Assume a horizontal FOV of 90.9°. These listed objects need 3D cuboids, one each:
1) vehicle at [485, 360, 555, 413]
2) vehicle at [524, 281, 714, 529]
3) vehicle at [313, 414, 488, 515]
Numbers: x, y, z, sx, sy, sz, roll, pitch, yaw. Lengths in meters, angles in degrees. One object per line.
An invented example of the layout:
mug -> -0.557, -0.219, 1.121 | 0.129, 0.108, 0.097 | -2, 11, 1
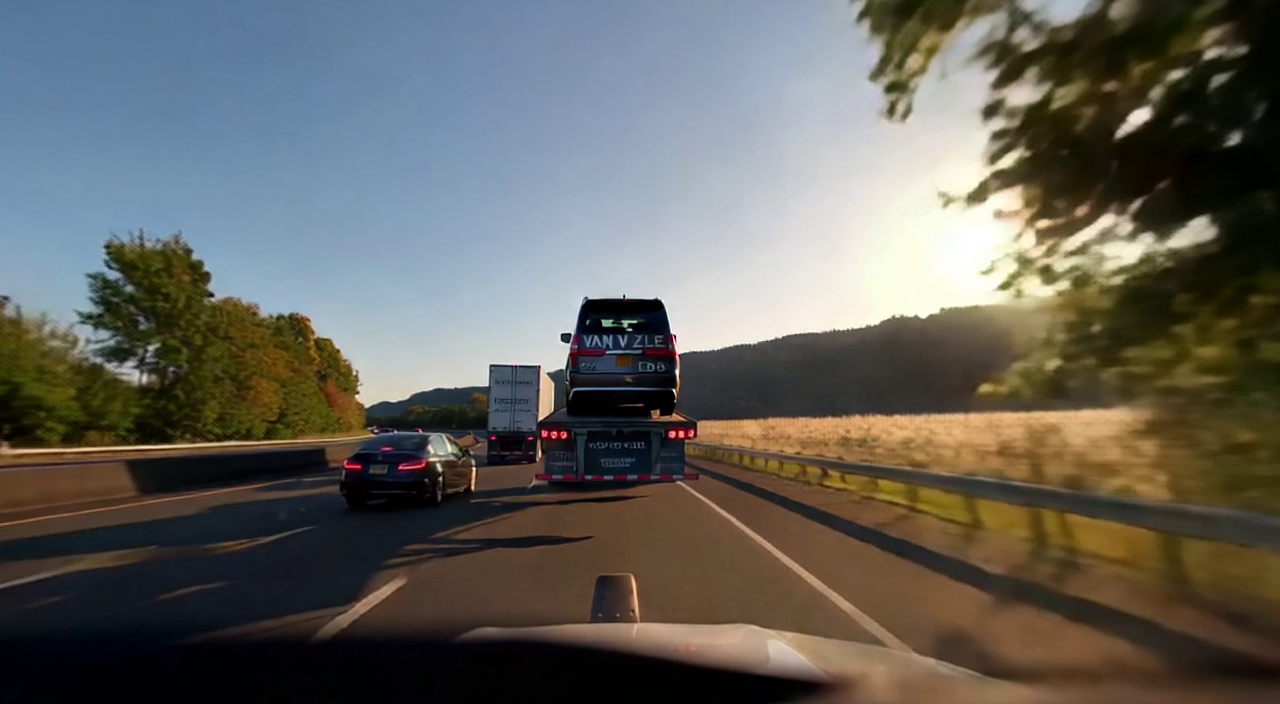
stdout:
vehicle -> -4.715, 1.484, 25.398 | 2.118, 1.799, 4.591 | 0, -7, -3
vehicle -> -0.466, 1.334, 13.868 | 2.738, 3.628, 9.223 | 0, -7, -2
vehicle -> -4.539, 2.180, 12.780 | 1.914, 1.675, 4.331 | 0, -7, -1
